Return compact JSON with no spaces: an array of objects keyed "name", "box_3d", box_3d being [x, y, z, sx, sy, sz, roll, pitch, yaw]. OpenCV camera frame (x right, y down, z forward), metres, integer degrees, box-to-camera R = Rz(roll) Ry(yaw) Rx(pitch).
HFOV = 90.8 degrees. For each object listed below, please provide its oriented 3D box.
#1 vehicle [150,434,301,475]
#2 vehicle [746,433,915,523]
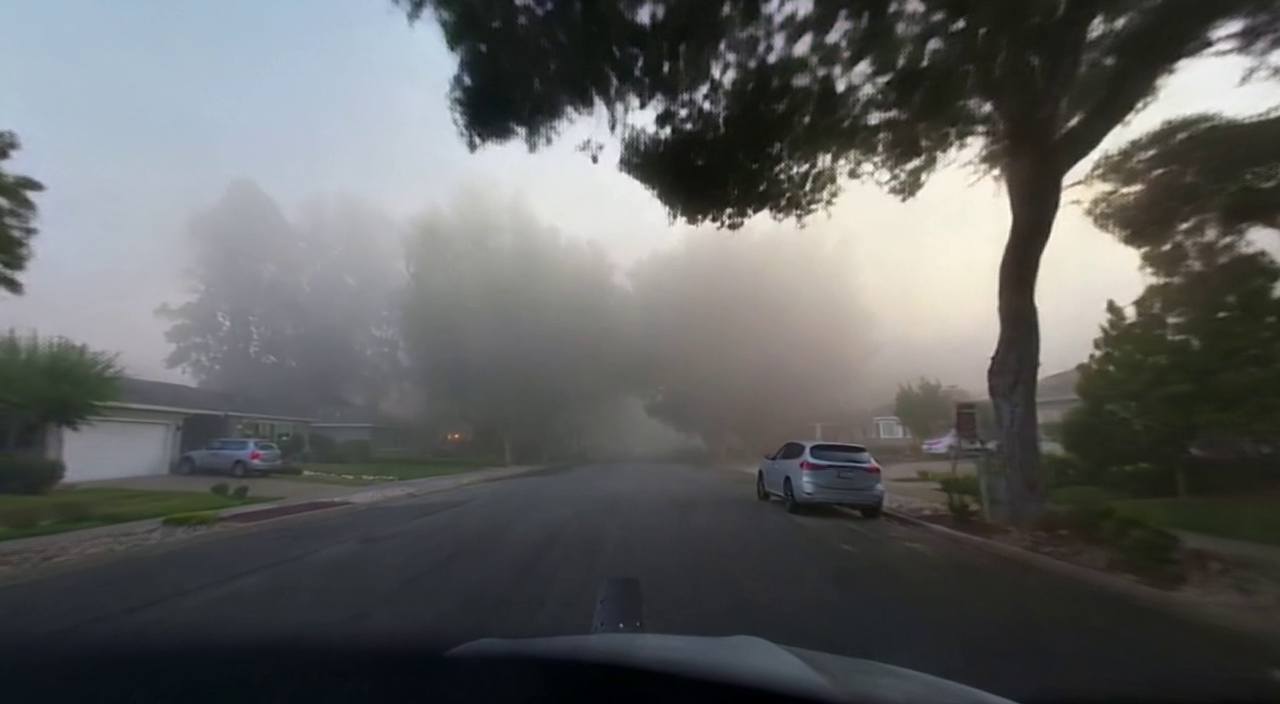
[{"name":"vehicle","box_3d":[-16.692,4.156,25.674,4.607,1.573,2.058,1,-9,-4]},{"name":"vehicle","box_3d":[3.846,2.639,13.828,2.136,1.596,4.790,0,-9,-1]}]
